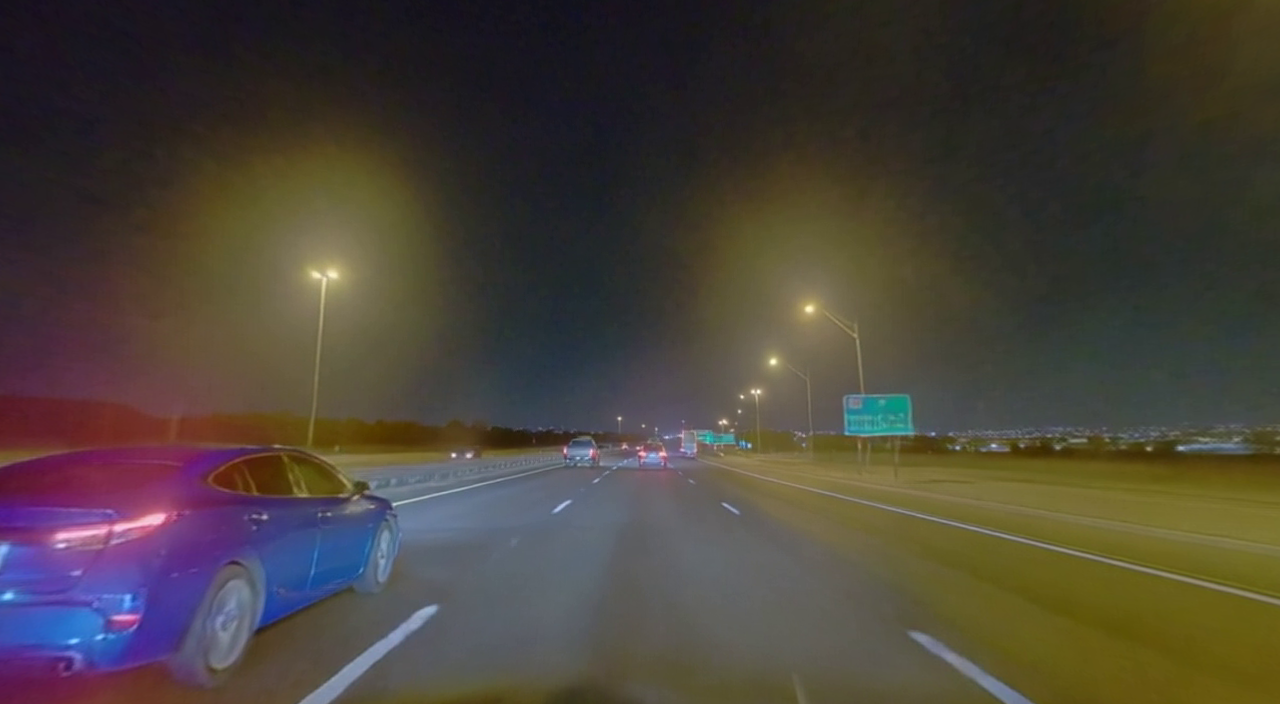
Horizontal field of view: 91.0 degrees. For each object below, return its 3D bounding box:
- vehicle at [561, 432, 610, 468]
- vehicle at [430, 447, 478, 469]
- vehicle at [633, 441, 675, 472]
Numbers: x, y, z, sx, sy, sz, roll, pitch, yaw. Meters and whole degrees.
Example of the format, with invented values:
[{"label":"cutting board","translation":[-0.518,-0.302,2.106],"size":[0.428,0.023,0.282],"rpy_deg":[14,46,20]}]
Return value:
[{"label":"vehicle","translation":[-3.060,5.666,36.556],"size":[2.264,1.901,4.647],"rpy_deg":[0,-9,2]},{"label":"vehicle","translation":[-13.496,7.667,45.885],"size":[1.911,1.499,4.586],"rpy_deg":[-1,-9,3]},{"label":"vehicle","translation":[0.749,5.599,33.851],"size":[2.086,1.548,4.325],"rpy_deg":[0,-9,1]}]
